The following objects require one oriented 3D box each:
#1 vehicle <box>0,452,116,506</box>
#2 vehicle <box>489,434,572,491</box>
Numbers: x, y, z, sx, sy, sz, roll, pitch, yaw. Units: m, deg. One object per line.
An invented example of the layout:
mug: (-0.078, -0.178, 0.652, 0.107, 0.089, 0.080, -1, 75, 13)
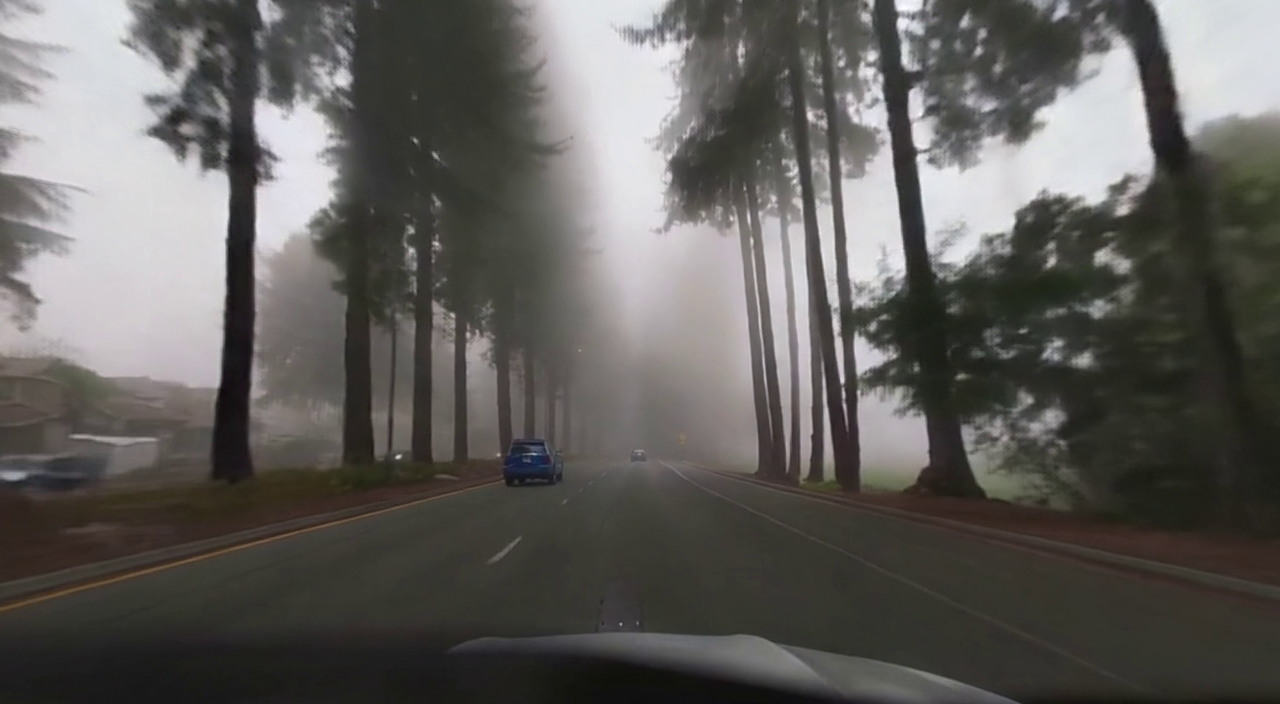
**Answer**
vehicle: (-20.931, 4.298, 21.850, 1.875, 1.602, 4.317, 0, -8, 0)
vehicle: (-3.627, 3.750, 21.785, 2.078, 1.748, 4.279, 0, -8, 1)
